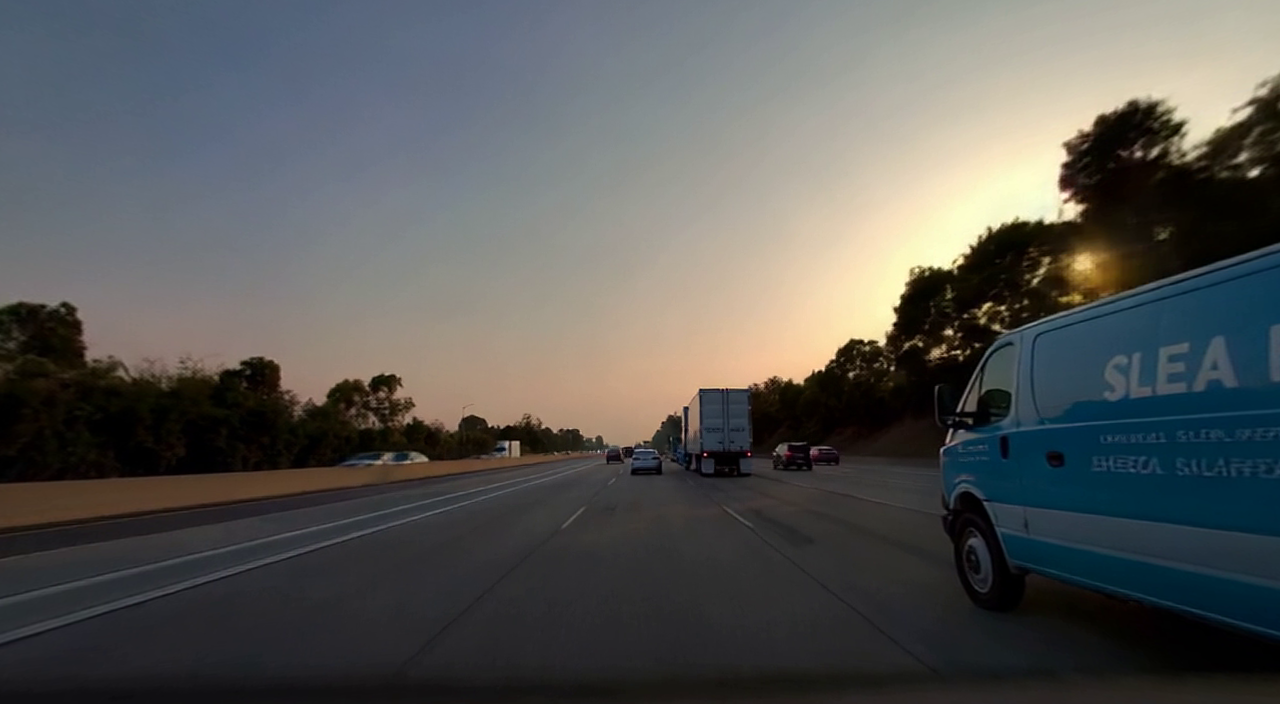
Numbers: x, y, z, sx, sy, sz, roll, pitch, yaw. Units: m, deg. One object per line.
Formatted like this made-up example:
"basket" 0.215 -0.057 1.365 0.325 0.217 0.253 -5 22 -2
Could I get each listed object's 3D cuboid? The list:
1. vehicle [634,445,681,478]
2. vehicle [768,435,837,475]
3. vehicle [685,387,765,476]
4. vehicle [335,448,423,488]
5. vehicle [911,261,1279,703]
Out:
"vehicle" 0.776 5.184 30.143 2.063 1.469 4.208 0 -9 -1
"vehicle" 7.839 5.030 30.941 2.144 1.769 4.540 0 -9 -1
"vehicle" 4.347 4.612 35.424 2.821 4.077 12.562 0 -9 0
"vehicle" -11.874 5.284 29.073 2.058 1.678 4.584 0 -9 1
"vehicle" 3.790 0.711 2.936 2.441 2.017 5.739 0 -9 0
